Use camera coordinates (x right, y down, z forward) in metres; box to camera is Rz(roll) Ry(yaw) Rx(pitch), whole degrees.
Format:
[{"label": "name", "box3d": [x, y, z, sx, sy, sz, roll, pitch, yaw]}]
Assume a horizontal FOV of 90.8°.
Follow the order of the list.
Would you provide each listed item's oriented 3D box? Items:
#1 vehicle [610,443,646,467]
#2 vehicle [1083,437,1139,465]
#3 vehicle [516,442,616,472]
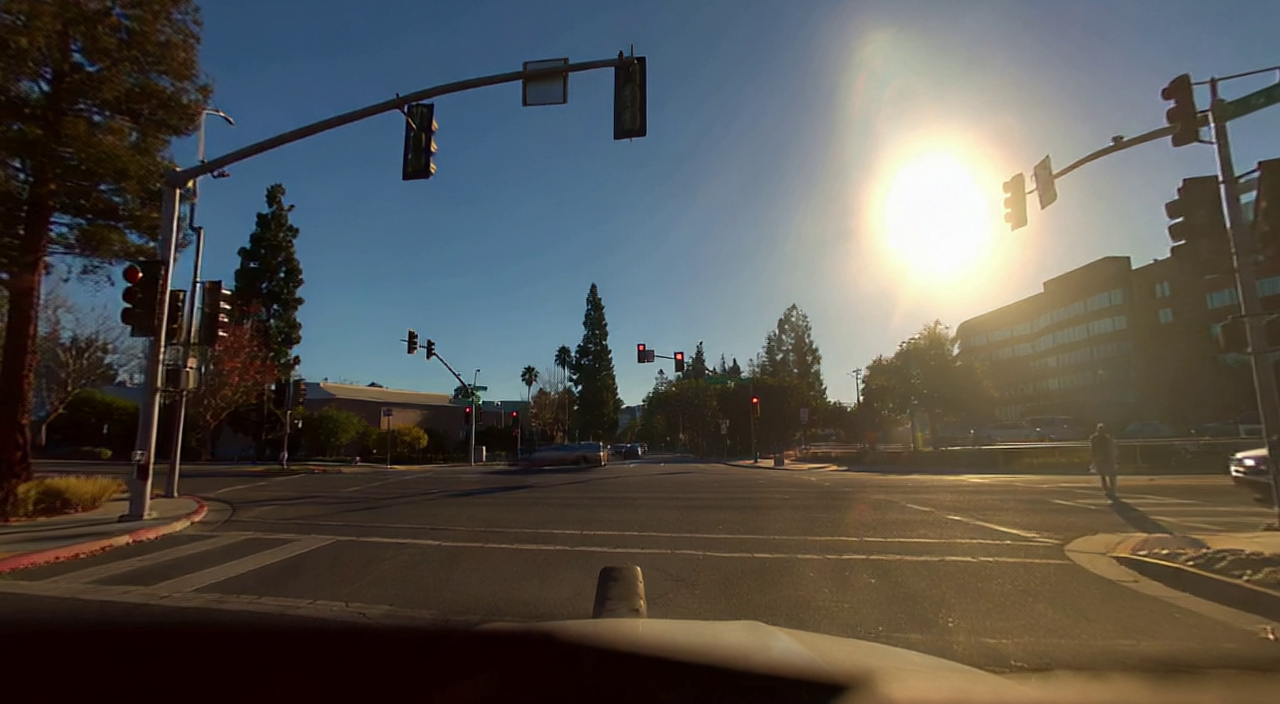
[{"label": "vehicle", "box3d": [-0.842, 6.830, 41.985, 2.056, 1.492, 3.937, 1, -9, -6]}, {"label": "vehicle", "box3d": [26.979, 5.658, 36.137, 2.092, 1.474, 4.046, -8, -11, 40]}, {"label": "vehicle", "box3d": [-3.733, 5.319, 32.089, 4.628, 1.414, 1.897, -3, -9, 16]}]
